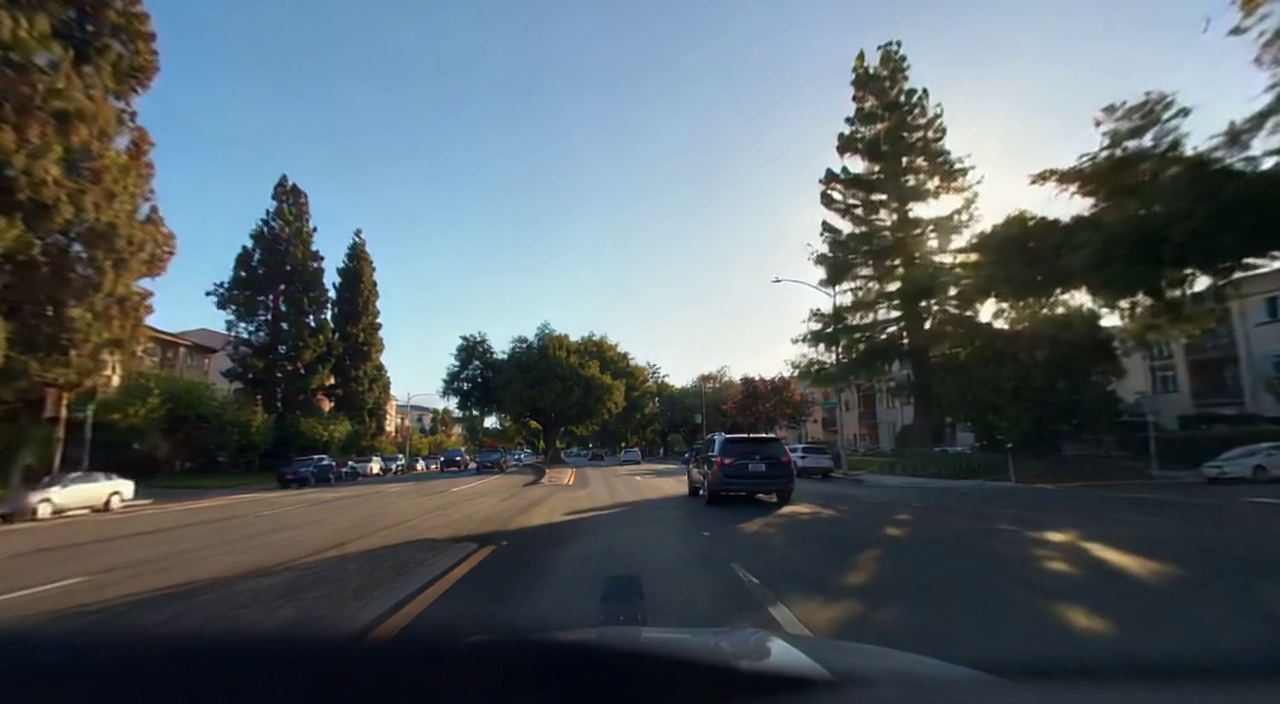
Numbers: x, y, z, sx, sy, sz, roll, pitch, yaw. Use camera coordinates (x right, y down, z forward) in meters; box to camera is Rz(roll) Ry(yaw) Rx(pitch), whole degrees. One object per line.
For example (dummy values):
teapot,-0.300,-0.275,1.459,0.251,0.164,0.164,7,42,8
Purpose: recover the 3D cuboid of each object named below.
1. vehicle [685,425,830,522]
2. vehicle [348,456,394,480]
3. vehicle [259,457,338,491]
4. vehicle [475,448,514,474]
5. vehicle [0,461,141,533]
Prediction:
vehicle,2.335,2.585,13.949,2.085,1.763,4.490,0,-9,-3
vehicle,-20.639,8.903,48.644,1.871,1.712,4.710,1,-9,-6
vehicle,-19.486,6.935,36.310,2.145,1.764,4.653,0,-9,-4
vehicle,-10.878,8.172,47.519,2.233,1.850,4.801,0,-9,-5
vehicle,-17.649,4.178,18.661,2.078,1.612,4.798,-2,-7,-3
